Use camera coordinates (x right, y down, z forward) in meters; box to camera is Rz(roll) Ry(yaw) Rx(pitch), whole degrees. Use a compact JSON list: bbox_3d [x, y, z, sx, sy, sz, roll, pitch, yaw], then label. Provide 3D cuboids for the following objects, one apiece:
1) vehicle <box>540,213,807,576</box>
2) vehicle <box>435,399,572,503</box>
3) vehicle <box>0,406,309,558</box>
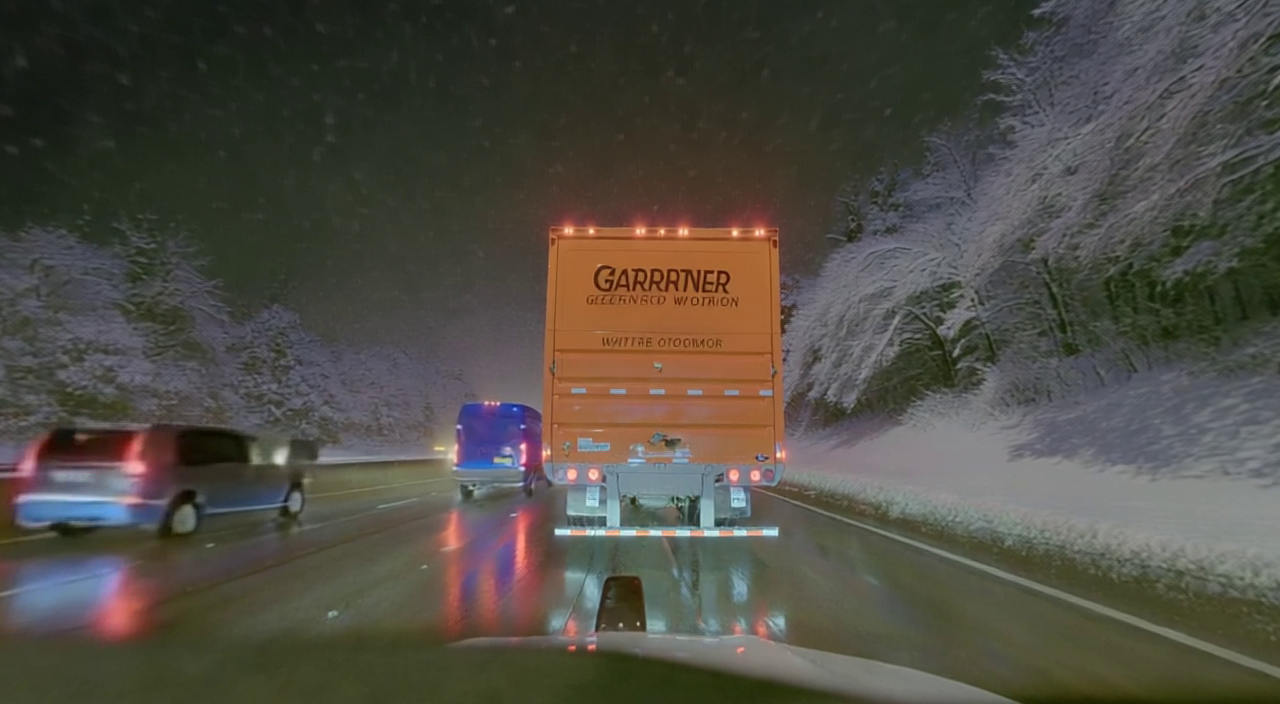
[{"bbox_3d":[0.484,1.219,12.281,2.853,4.054,10.557,0,-9,1],"label":"vehicle"},{"bbox_3d":[-4.411,3.622,23.177,2.790,2.893,10.715,0,-9,-1],"label":"vehicle"},{"bbox_3d":[-8.492,2.195,11.349,2.174,2.059,5.314,0,-9,0],"label":"vehicle"}]
